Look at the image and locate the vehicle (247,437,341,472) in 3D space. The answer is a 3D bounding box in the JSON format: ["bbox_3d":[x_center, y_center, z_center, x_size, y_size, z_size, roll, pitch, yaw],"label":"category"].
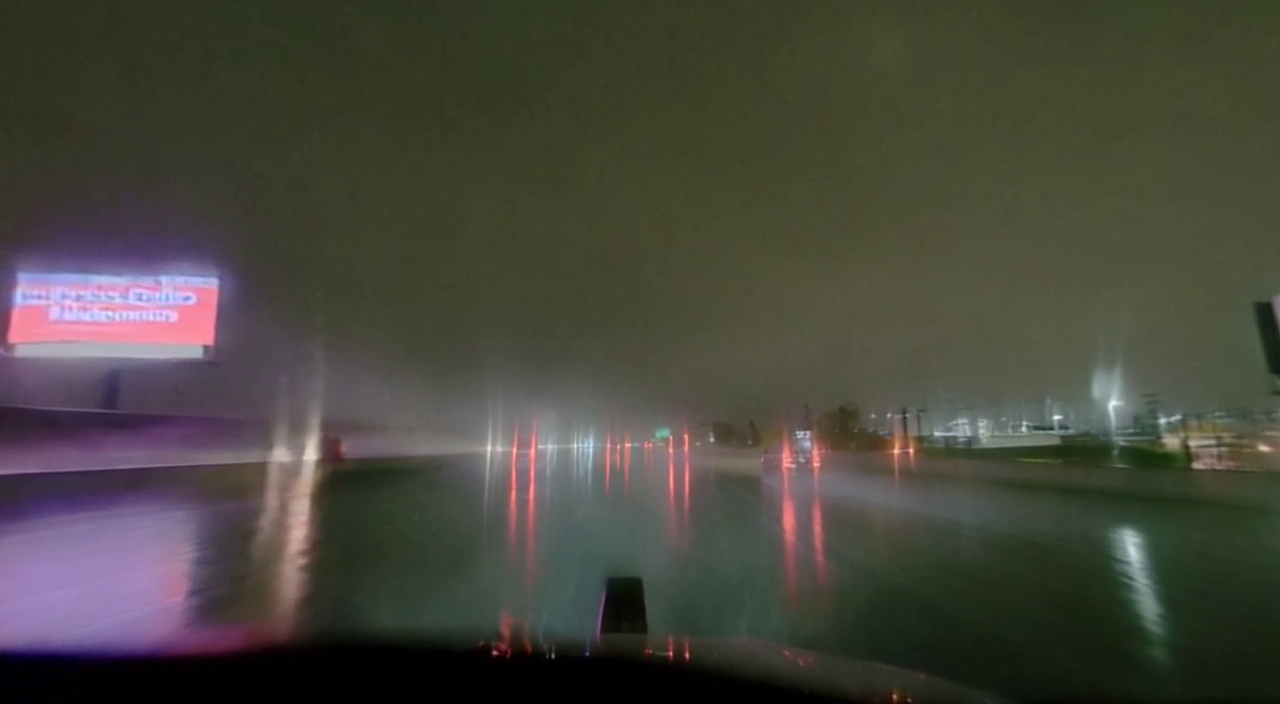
[{"bbox_3d":[-18.837,5.600,34.560,2.091,1.748,5.346,0,-9,1],"label":"vehicle"}]
